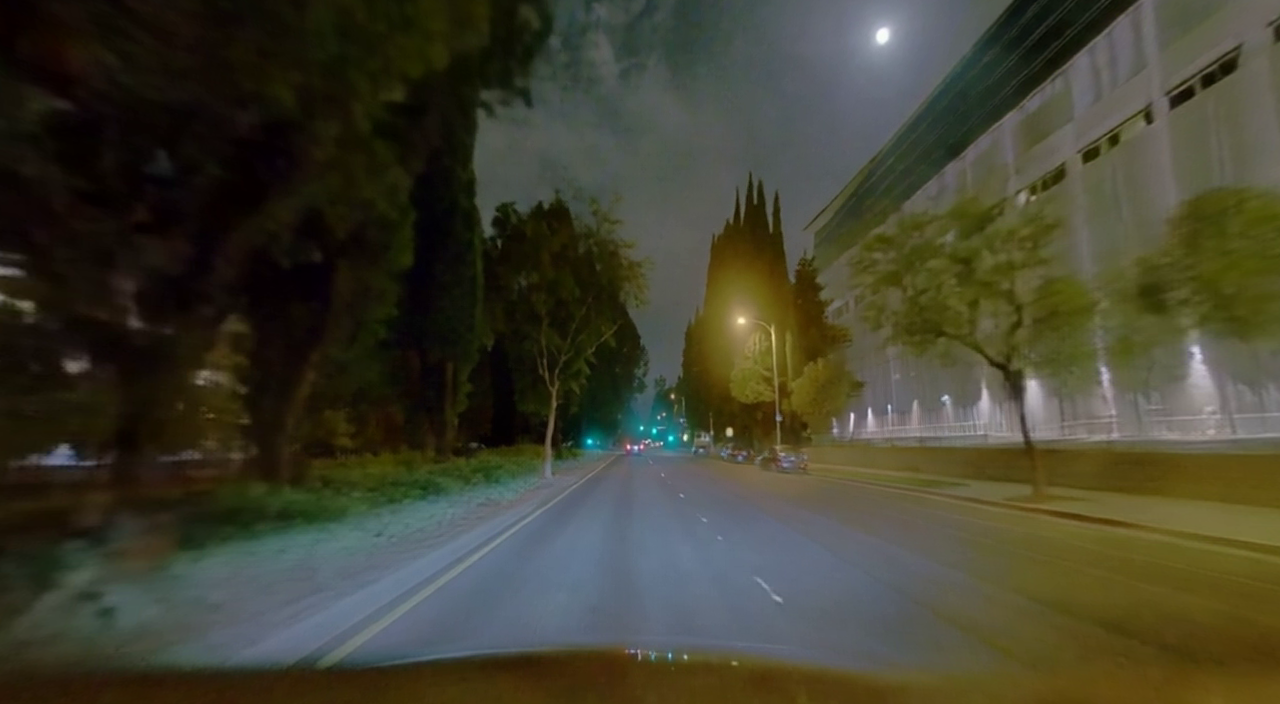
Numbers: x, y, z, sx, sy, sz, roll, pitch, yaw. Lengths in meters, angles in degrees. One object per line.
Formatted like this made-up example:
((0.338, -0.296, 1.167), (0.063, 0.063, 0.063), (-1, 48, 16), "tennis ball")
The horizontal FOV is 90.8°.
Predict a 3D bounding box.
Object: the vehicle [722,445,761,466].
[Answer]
((7.487, 7.657, 47.042), (2.024, 1.447, 4.665), (0, -8, -1), "vehicle")

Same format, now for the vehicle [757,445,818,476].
((7.468, 5.521, 32.479), (1.991, 1.446, 4.685), (0, -8, -1), "vehicle")
